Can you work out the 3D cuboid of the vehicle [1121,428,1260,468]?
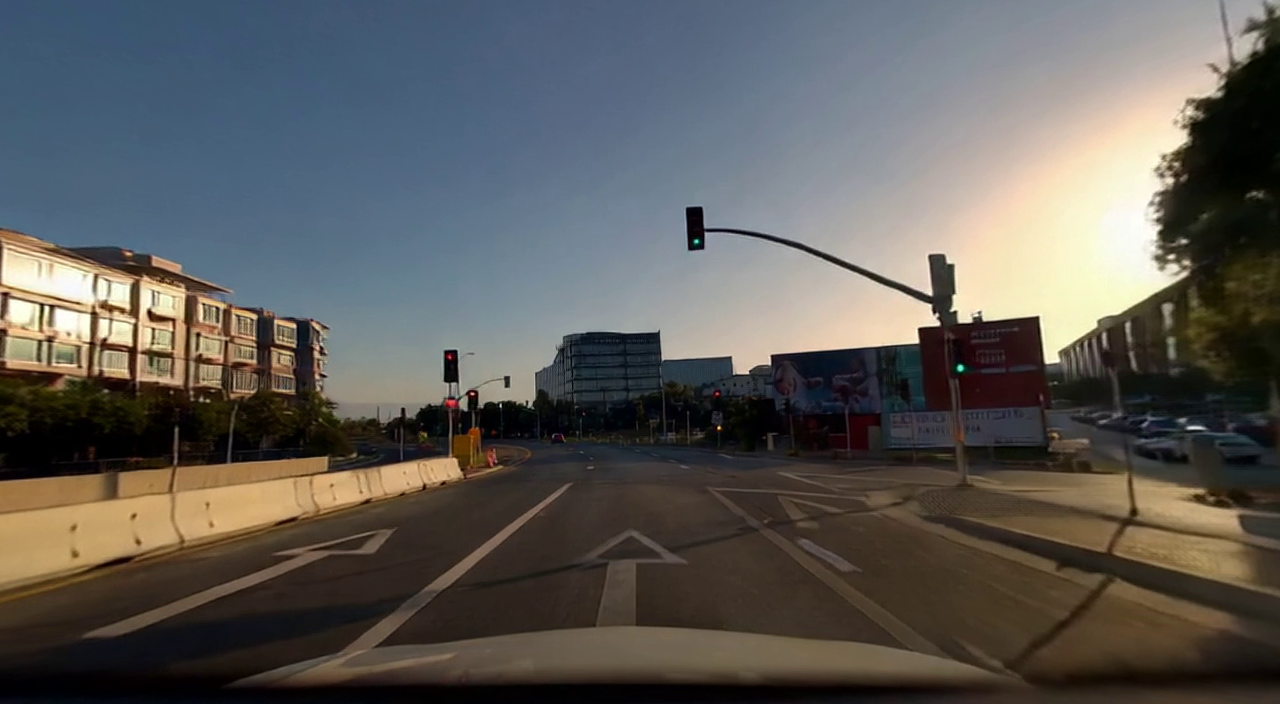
[{"bbox_3d":[22.474,3.934,25.781,1.717,1.486,3.824,4,-10,-32],"label":"vehicle"}]
